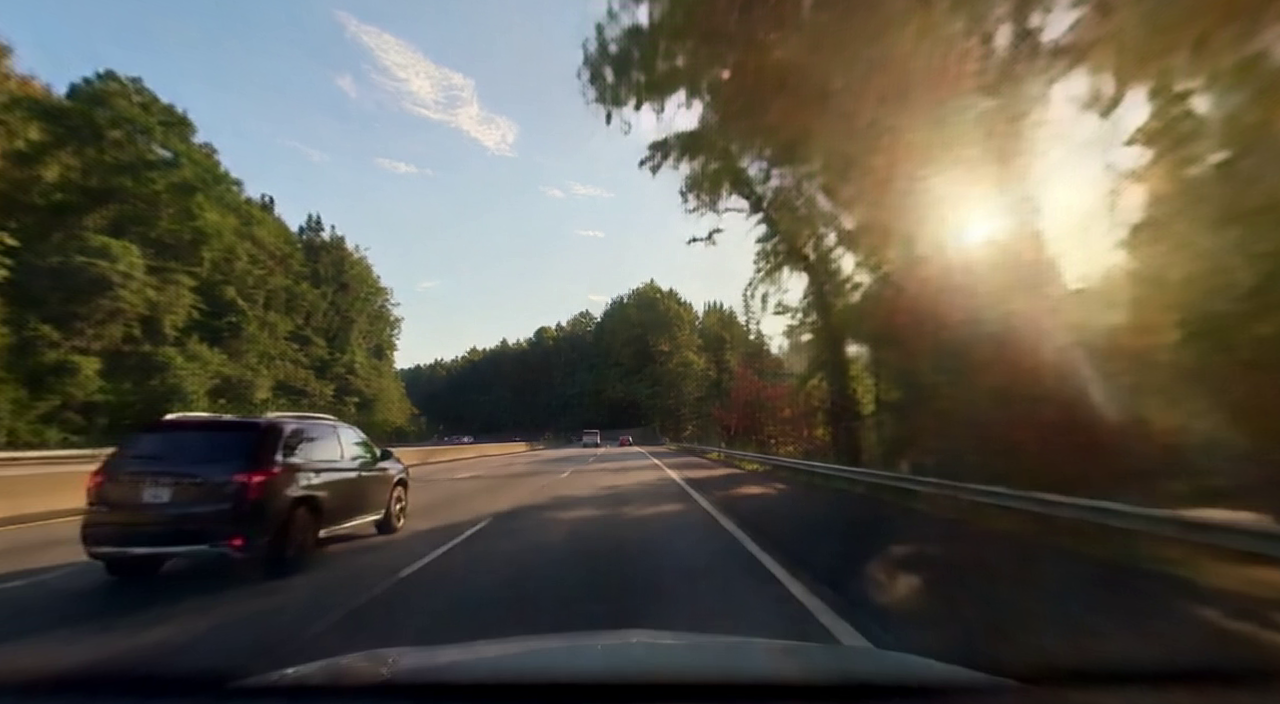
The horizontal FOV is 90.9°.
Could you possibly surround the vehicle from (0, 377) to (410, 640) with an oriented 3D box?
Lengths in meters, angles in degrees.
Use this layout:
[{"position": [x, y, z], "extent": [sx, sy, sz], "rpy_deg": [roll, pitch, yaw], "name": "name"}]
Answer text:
[{"position": [-4.033, 1.266, 6.133], "extent": [2.034, 1.675, 4.080], "rpy_deg": [0, -7, 0], "name": "vehicle"}]
